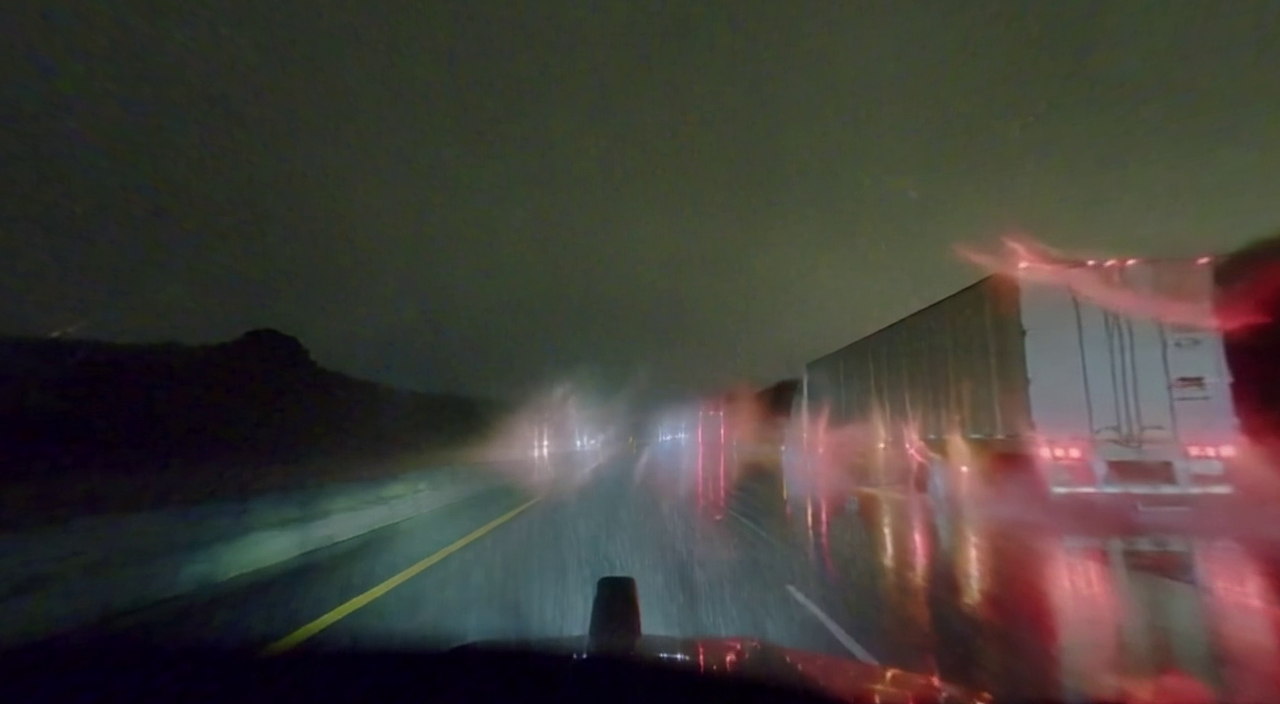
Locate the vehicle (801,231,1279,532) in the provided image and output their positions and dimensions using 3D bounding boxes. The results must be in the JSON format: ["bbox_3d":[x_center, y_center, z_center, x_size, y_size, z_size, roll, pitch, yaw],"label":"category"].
[{"bbox_3d":[7.252,1.315,15.446,2.885,4.075,13.981,0,-8,0],"label":"vehicle"}]
